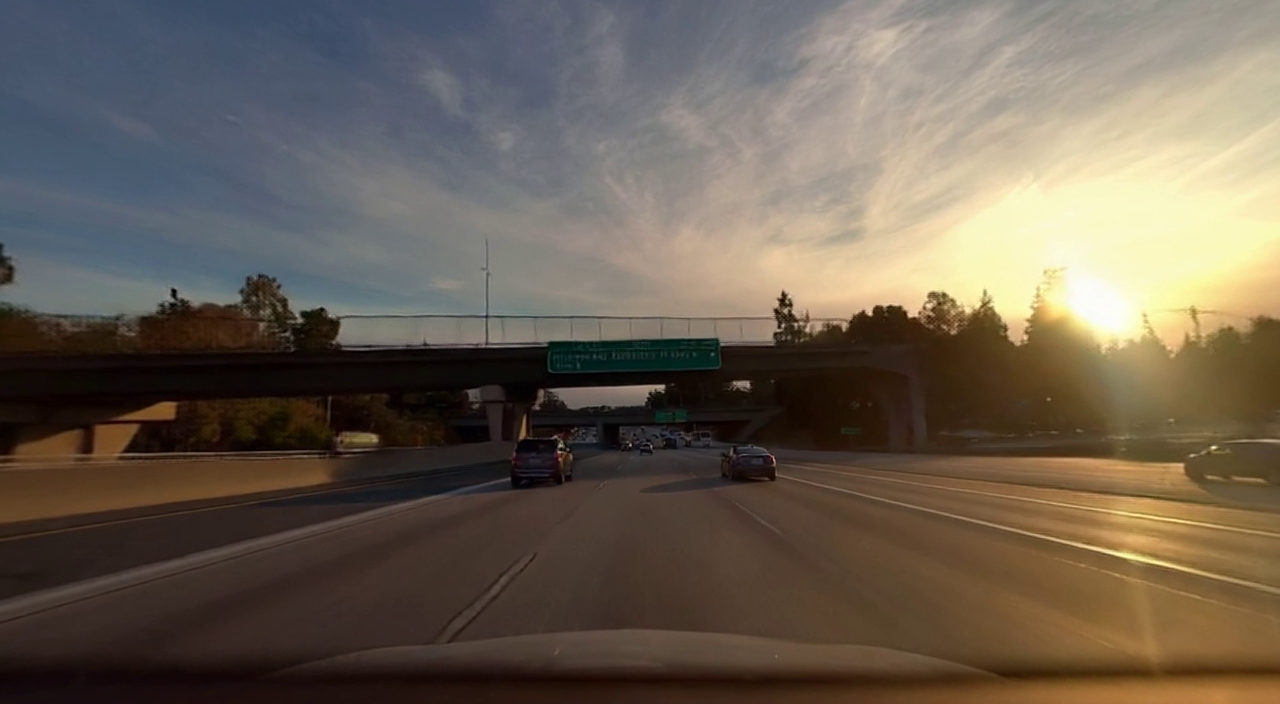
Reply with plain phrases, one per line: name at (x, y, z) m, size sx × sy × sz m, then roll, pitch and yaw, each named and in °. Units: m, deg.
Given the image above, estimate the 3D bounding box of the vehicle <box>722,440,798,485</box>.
vehicle at (4.264, 3.995, 23.111) m, size 1.908 × 1.483 × 4.259 m, roll 0°, pitch -8°, yaw -1°

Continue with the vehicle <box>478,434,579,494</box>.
vehicle at (-3.467, 3.603, 20.739) m, size 2.259 × 1.706 × 4.924 m, roll 0°, pitch -8°, yaw 2°
